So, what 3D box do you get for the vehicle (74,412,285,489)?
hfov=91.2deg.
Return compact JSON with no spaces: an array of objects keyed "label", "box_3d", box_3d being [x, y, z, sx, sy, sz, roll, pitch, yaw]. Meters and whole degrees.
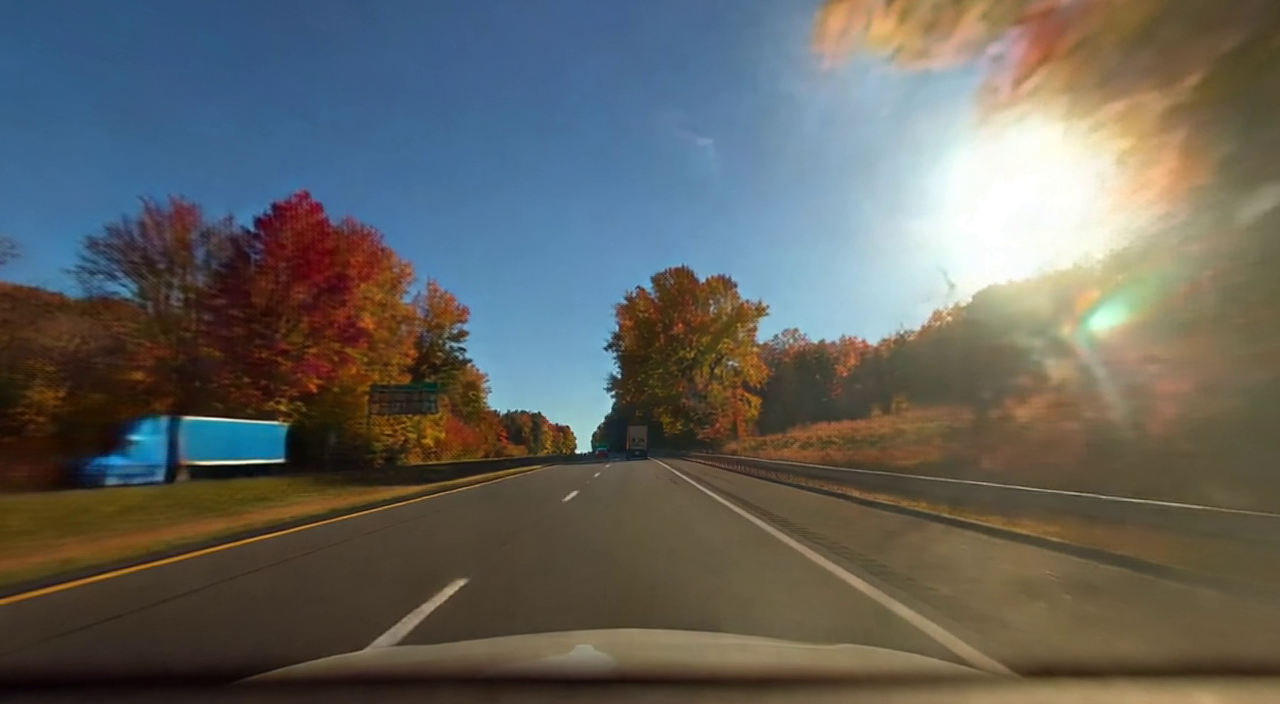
[{"label":"vehicle","box_3d":[-28.206,6.277,40.046,2.903,3.942,14.419,0,-9,-1]}]
